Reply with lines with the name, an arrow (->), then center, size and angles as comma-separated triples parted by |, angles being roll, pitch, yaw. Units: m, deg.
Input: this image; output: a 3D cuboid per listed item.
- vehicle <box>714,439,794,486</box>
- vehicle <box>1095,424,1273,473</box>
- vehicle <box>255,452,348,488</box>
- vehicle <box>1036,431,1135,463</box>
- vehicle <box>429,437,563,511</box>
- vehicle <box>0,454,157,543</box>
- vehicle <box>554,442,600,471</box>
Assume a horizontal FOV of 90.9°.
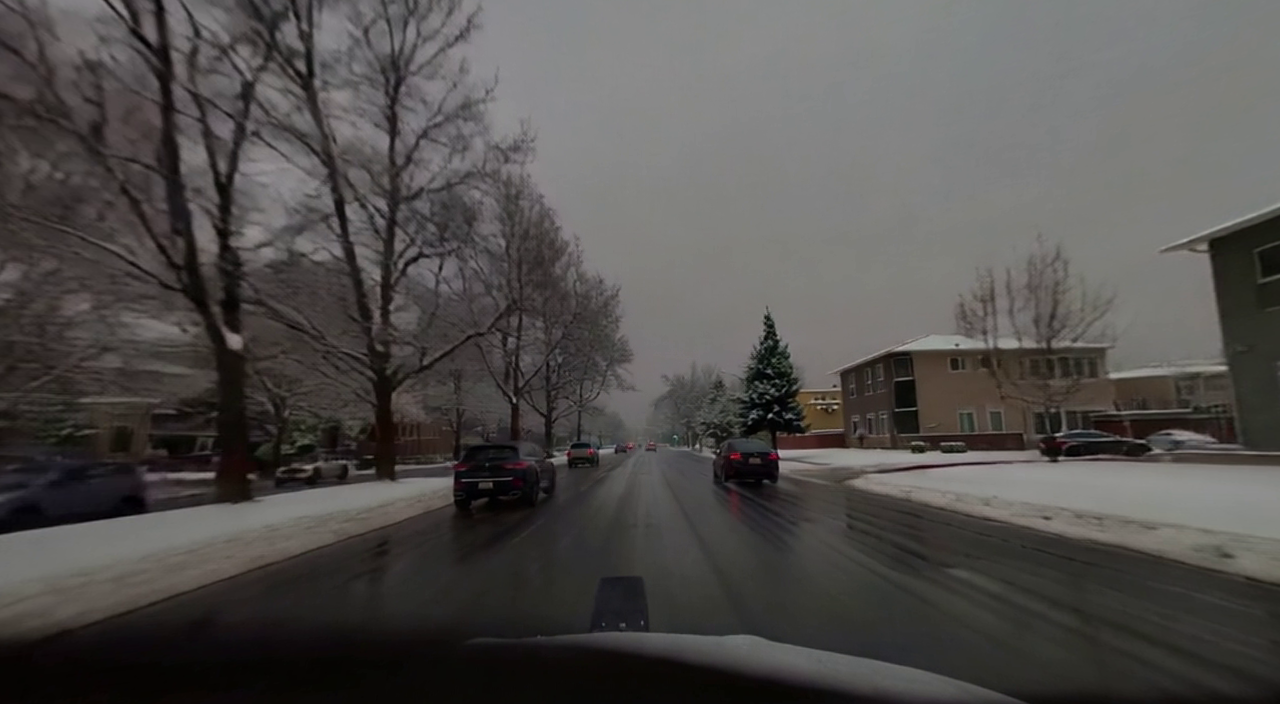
vehicle -> 3.867, 3.836, 22.214 | 2.010, 1.486, 4.498 | 0, -8, 0
vehicle -> 18.060, 3.260, 21.281 | 1.843, 1.484, 4.526 | 0, -9, -2
vehicle -> -19.186, 6.653, 36.043 | 2.240, 1.805, 5.313 | 0, -8, 2
vehicle -> 24.089, 5.138, 34.295 | 1.754, 1.461, 4.491 | -3, -8, -6
vehicle -> -3.192, 2.805, 15.017 | 2.053, 1.480, 4.381 | 0, -8, 1
vehicle -> -12.457, 2.879, 12.760 | 1.868, 1.522, 4.326 | 0, -8, 1
vehicle -> -3.451, 5.858, 35.487 | 1.988, 1.497, 4.404 | 0, -8, 2
